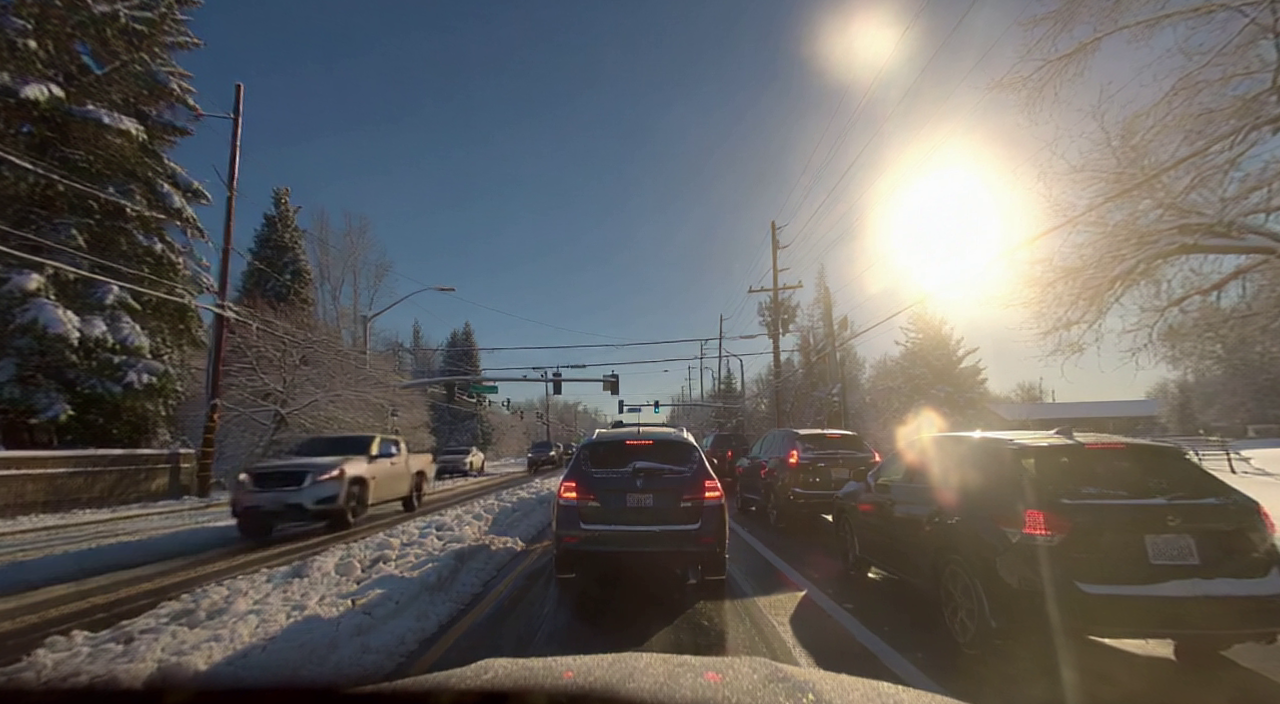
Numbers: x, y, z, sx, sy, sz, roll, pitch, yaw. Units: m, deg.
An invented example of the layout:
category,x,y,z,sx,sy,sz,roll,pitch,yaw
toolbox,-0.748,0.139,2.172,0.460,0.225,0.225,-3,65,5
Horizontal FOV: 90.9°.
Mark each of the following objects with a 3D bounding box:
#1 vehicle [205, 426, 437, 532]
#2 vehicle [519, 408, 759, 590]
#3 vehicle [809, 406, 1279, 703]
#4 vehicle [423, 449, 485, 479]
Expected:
category,x,y,z,sx,sy,sz,roll,pitch,yaw
vehicle,-6.147,2.495,13.022,2.253,1.751,4.700,0,-8,1
vehicle,0.008,1.663,7.924,2.200,1.653,4.127,0,-8,1
vehicle,2.900,1.306,4.985,1.950,1.487,4.275,0,-8,0
vehicle,-9.709,5.871,33.286,1.921,1.471,4.137,0,-8,1
